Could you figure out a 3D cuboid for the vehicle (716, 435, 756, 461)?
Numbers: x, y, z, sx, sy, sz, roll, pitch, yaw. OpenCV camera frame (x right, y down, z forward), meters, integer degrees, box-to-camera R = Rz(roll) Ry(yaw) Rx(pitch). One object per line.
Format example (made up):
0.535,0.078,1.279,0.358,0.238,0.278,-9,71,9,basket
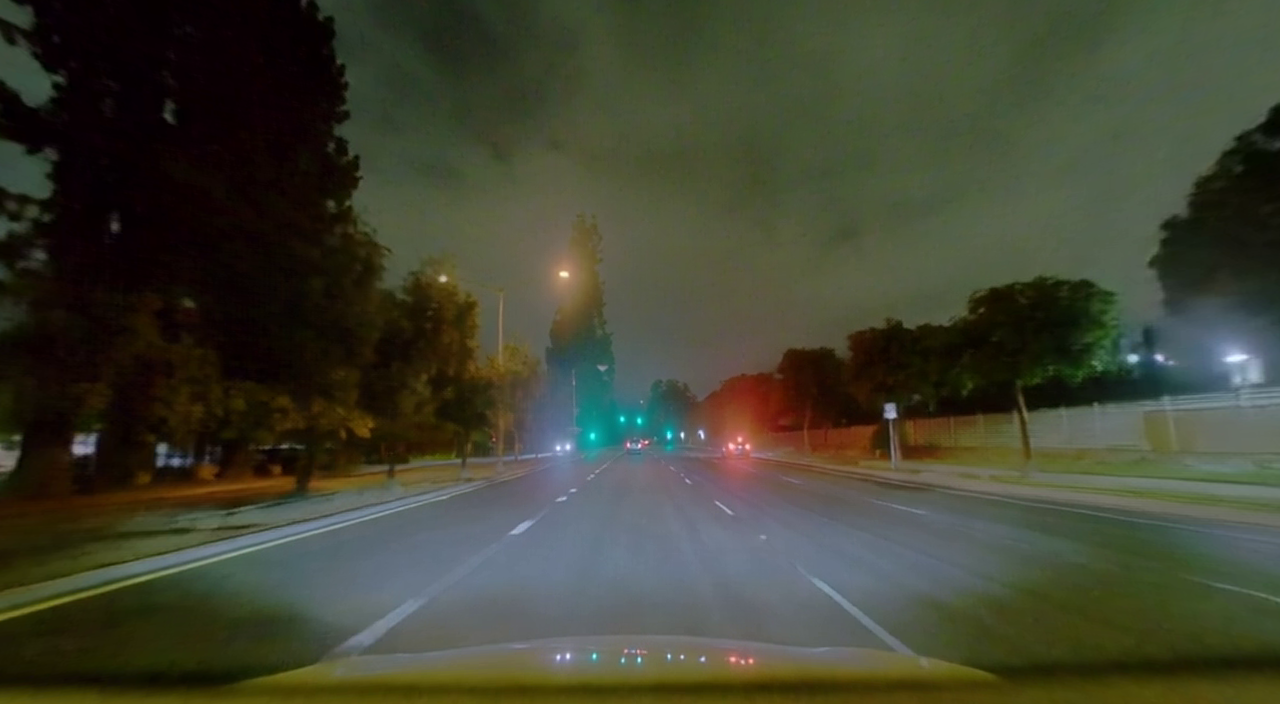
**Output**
6.753,6.843,44.939,2.011,1.710,4.357,0,-9,-2,vehicle
